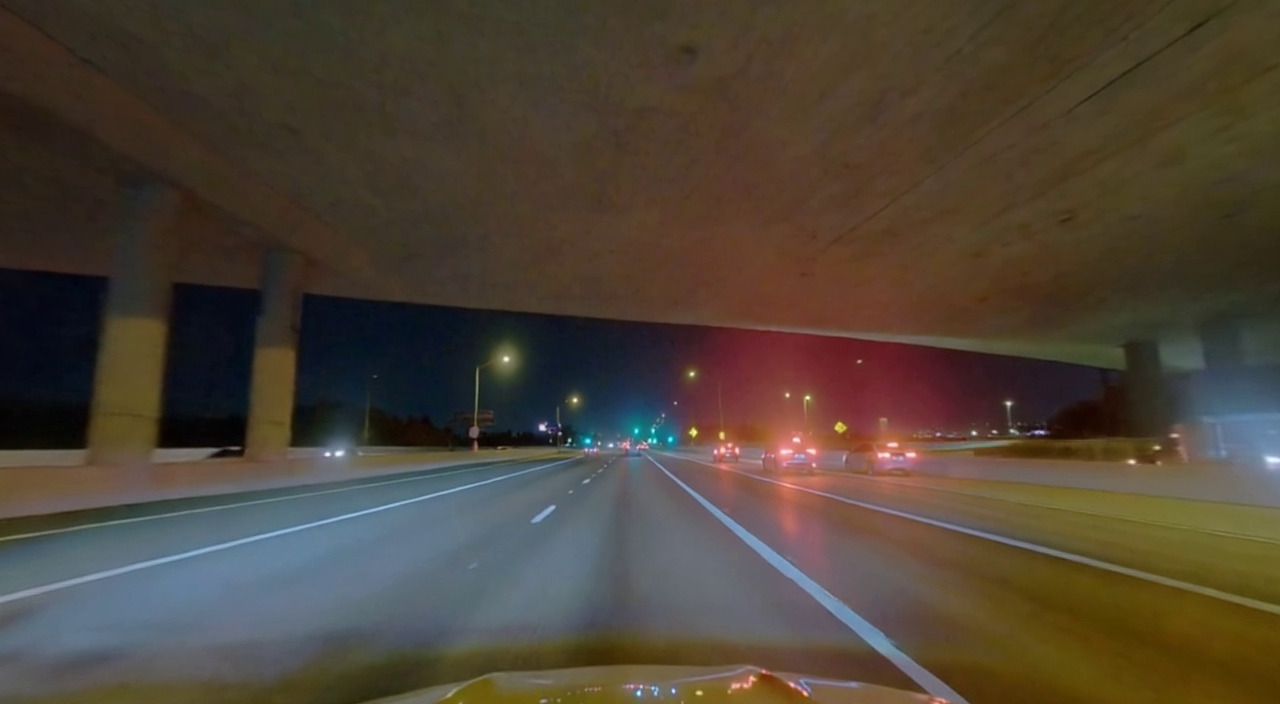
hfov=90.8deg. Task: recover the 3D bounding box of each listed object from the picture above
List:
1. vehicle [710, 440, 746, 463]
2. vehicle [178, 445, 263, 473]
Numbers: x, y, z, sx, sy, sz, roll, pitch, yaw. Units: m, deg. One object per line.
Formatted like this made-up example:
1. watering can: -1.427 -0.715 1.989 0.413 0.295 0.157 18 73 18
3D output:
1. vehicle: 6.754 7.669 48.850 2.075 1.611 4.421 0 -8 -2
2. vehicle: -24.653 6.284 37.330 2.024 1.555 4.454 0 -8 -1
